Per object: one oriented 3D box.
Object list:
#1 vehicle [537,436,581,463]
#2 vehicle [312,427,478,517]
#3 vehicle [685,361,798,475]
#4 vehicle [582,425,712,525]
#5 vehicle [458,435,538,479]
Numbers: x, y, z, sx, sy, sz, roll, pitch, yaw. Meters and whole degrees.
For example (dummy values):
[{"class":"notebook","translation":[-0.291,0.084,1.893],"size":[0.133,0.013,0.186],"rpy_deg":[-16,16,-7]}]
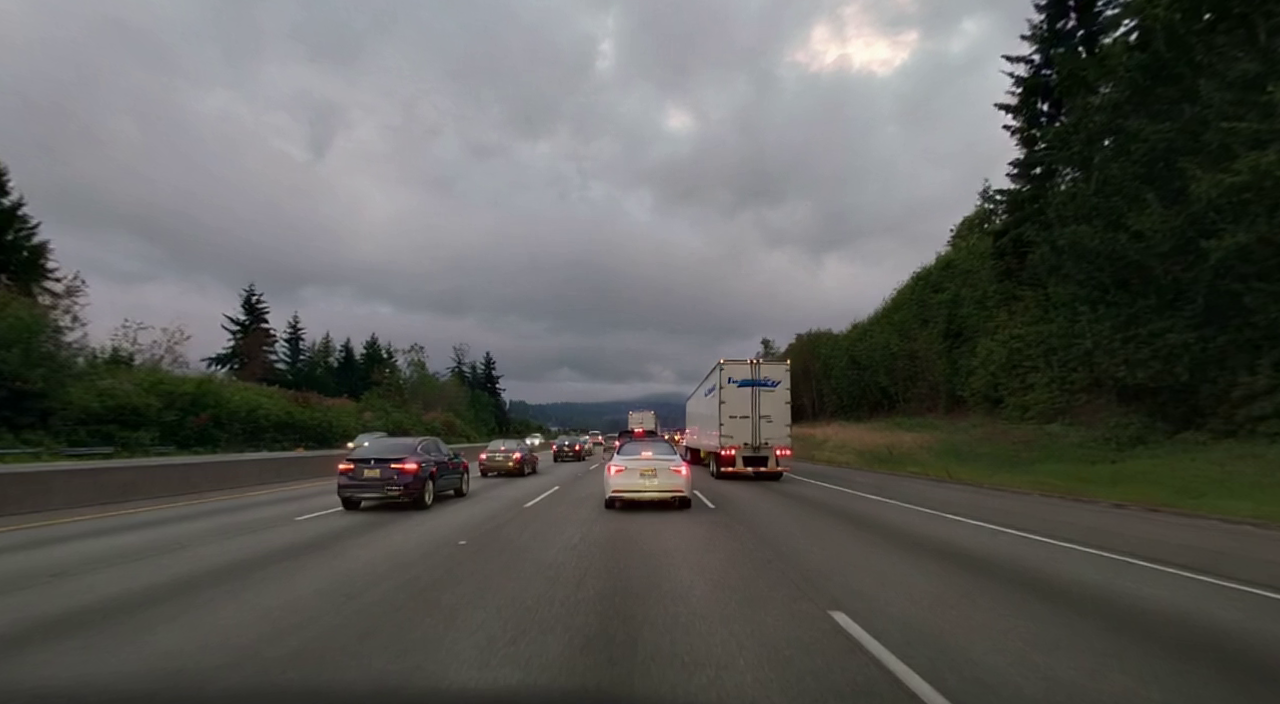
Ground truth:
[{"class":"vehicle","translation":[-4.651,5.621,36.642],"size":[1.887,1.493,4.411],"rpy_deg":[0,-8,1]},{"class":"vehicle","translation":[-4.647,2.296,12.601],"size":[1.821,1.514,3.677],"rpy_deg":[0,-8,0]},{"class":"vehicle","translation":[4.155,3.321,29.821],"size":[2.892,4.101,14.252],"rpy_deg":[0,-8,0]},{"class":"vehicle","translation":[0.100,2.118,11.438],"size":[1.973,1.505,3.568],"rpy_deg":[0,-8,0]},{"class":"vehicle","translation":[-5.046,3.749,22.896],"size":[1.880,1.458,3.978],"rpy_deg":[0,-8,1]}]
